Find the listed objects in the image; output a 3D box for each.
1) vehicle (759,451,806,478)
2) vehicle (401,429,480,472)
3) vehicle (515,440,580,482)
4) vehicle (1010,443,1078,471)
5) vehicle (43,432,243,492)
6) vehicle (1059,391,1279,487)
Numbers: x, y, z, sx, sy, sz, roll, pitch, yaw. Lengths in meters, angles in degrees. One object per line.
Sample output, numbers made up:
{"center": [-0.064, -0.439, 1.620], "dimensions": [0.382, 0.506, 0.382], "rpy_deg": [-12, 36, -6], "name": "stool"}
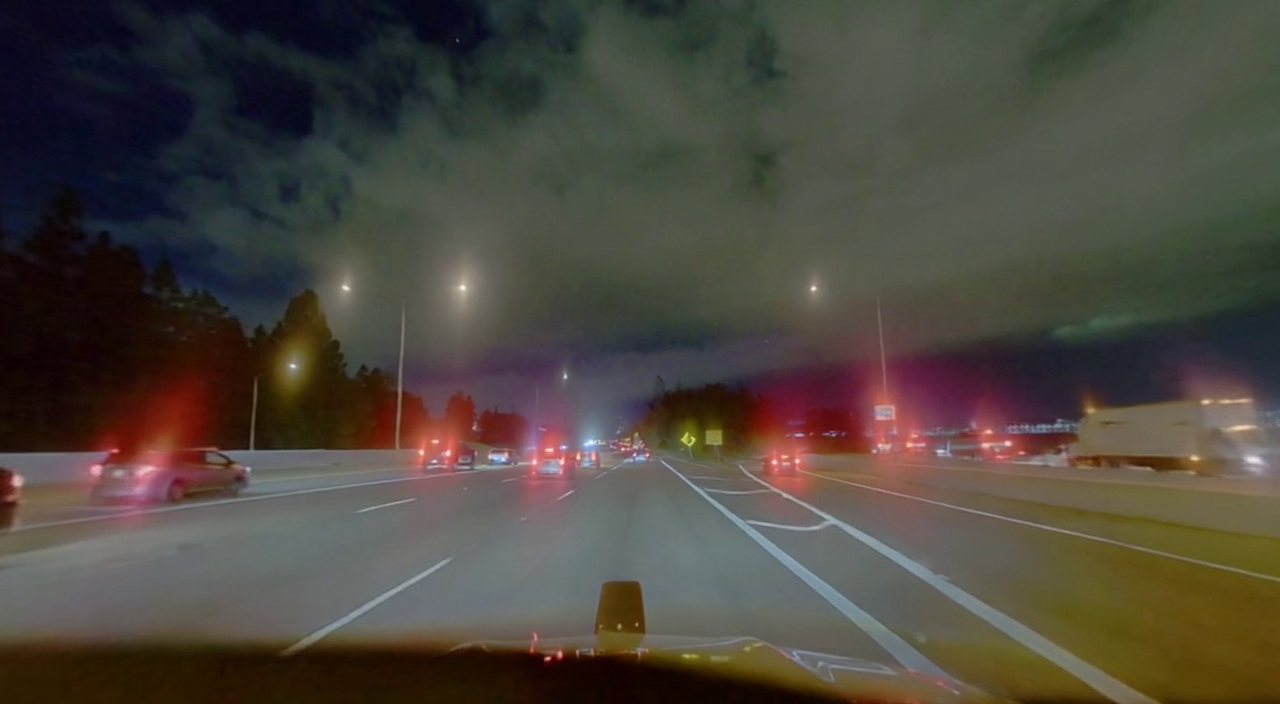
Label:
{"center": [8.796, 6.953, 39.221], "dimensions": [2.153, 1.510, 4.646], "rpy_deg": [0, -9, 4], "name": "vehicle"}
{"center": [-10.975, 5.478, 35.207], "dimensions": [2.442, 2.191, 5.760], "rpy_deg": [0, -9, 1], "name": "vehicle"}
{"center": [-4.039, 4.866, 28.334], "dimensions": [2.132, 1.708, 4.571], "rpy_deg": [0, -9, 2], "name": "vehicle"}
{"center": [26.209, 6.799, 41.026], "dimensions": [1.914, 1.667, 4.648], "rpy_deg": [-1, -9, 9], "name": "vehicle"}
{"center": [-14.647, 3.264, 19.026], "dimensions": [2.050, 1.537, 4.768], "rpy_deg": [0, -9, 2], "name": "vehicle"}
{"center": [25.475, 4.154, 29.745], "dimensions": [4.211, 3.637, 11.169], "rpy_deg": [0, -8, 3], "name": "vehicle"}
